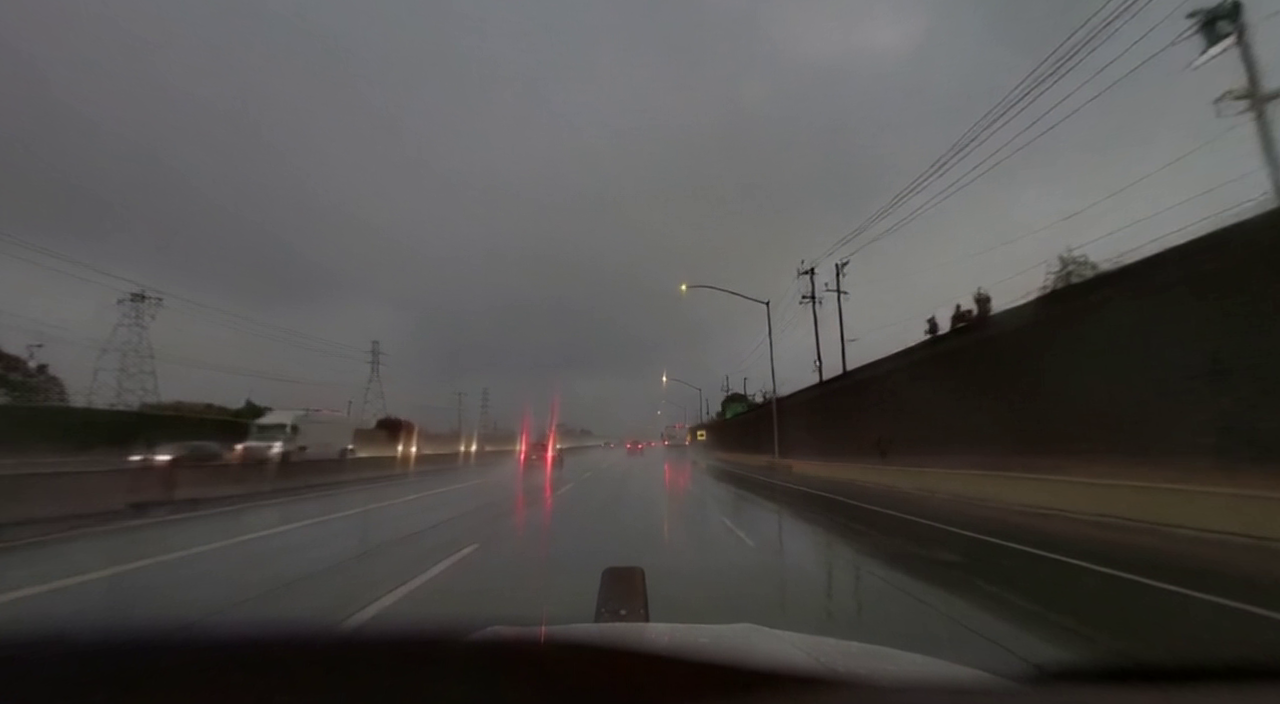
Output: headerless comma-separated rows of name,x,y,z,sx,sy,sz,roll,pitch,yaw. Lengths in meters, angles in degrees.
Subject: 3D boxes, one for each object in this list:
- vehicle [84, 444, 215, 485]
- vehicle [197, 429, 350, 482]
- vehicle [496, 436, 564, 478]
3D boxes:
vehicle,-19.399,4.428,25.226,1.784,1.465,4.274,0,-8,0
vehicle,-14.690,4.198,25.928,2.705,1.851,6.038,0,-8,0
vehicle,-4.635,4.498,27.249,2.064,1.642,4.389,0,-8,1
